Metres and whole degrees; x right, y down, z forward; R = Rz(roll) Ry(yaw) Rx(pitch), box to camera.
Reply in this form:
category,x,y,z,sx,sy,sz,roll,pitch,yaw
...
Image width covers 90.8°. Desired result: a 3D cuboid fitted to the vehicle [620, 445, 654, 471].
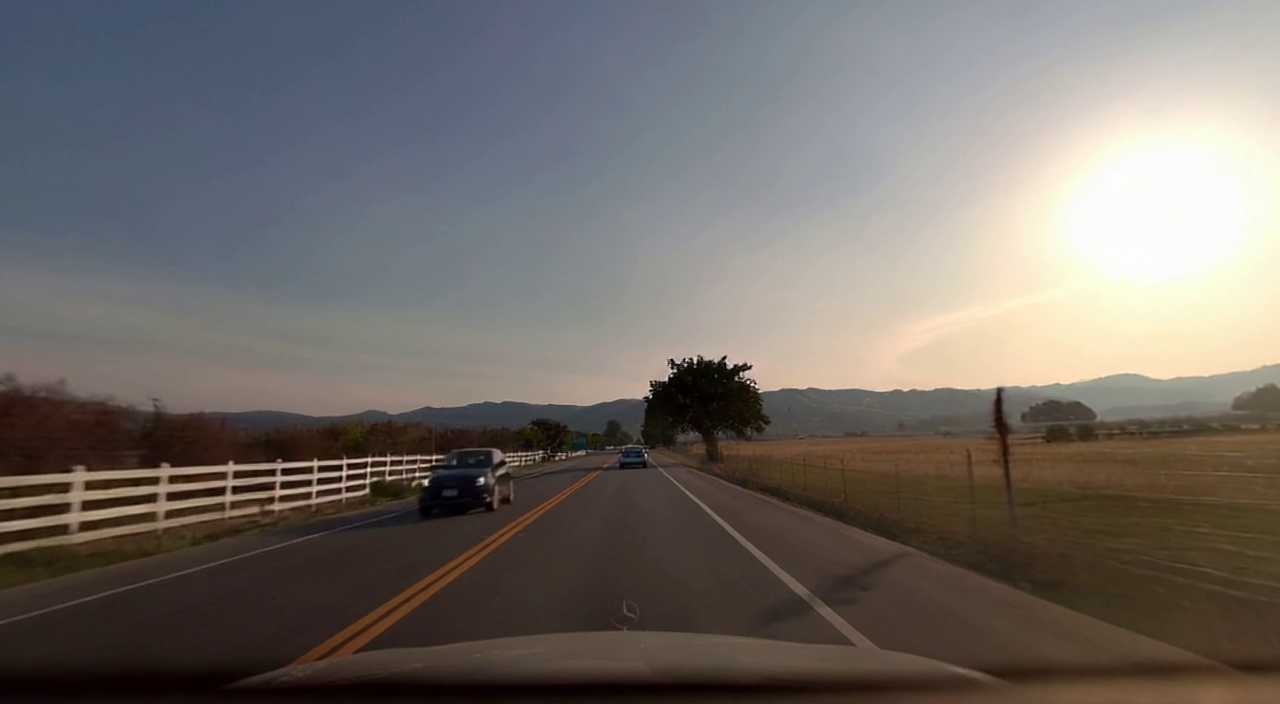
category,x,y,z,sx,sy,sz,roll,pitch,yaw
vehicle,-0.232,7.060,42.279,2.158,1.669,4.006,0,-9,-1

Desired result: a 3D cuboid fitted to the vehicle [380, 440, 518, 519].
category,x,y,z,sx,sy,sz,roll,pitch,yaw
vehicle,-4.310,2.934,15.021,1.989,1.600,3.979,0,-9,1
